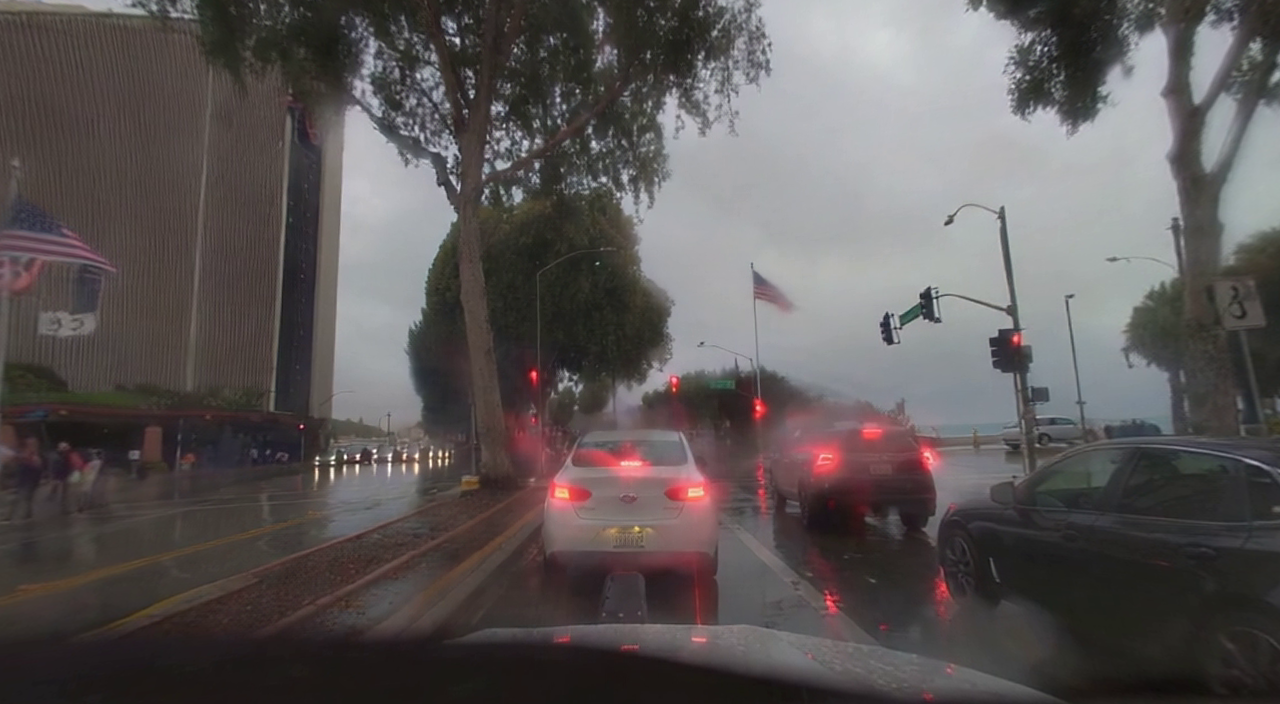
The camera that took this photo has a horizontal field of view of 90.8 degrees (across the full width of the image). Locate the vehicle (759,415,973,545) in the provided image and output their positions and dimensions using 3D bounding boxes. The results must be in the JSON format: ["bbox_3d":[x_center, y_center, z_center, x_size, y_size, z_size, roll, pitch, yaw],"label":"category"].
[{"bbox_3d":[3.508,2.078,10.942,1.978,1.738,4.599,0,-8,0],"label":"vehicle"}]

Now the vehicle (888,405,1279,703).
[{"bbox_3d":[3.377,1.176,4.000,1.833,1.465,4.258,0,-8,-1],"label":"vehicle"}]

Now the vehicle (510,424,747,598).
[{"bbox_3d":[-0.104,1.696,7.555,2.096,1.521,3.747,0,-8,0],"label":"vehicle"}]
